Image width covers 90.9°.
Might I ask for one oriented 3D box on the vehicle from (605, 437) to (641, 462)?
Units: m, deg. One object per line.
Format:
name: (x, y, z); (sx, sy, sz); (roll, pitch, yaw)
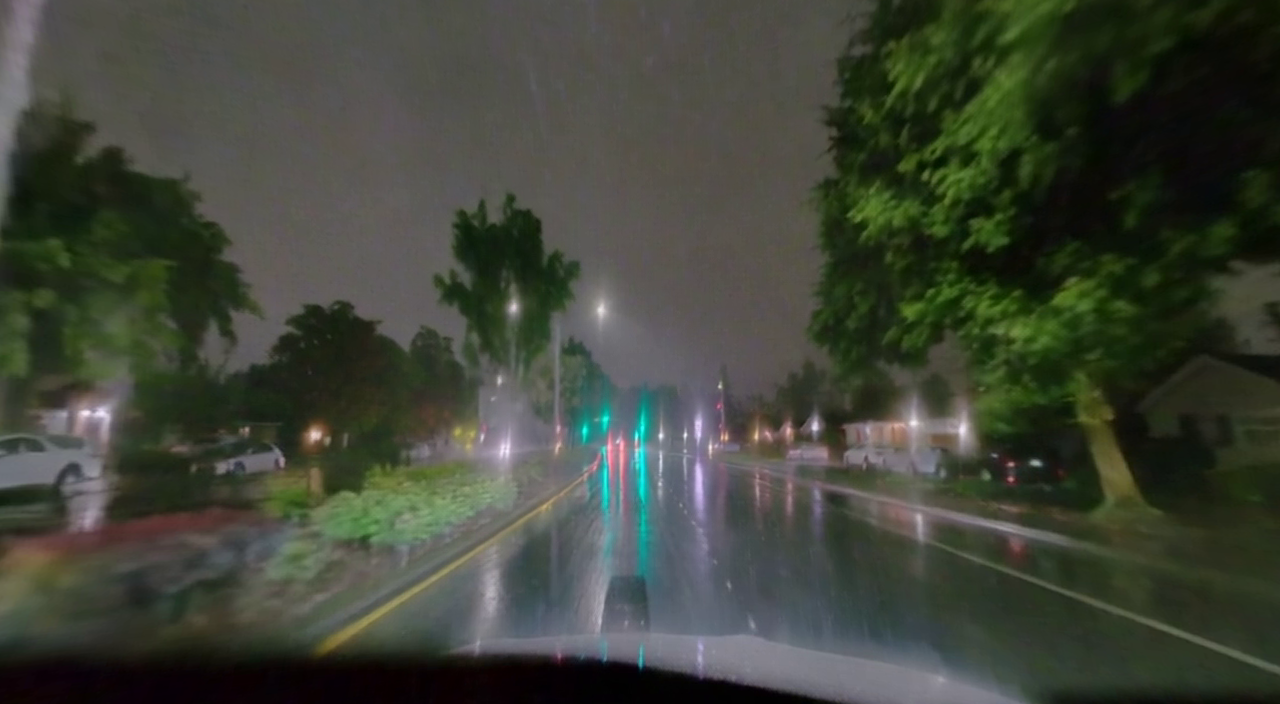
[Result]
vehicle: (-1.095, 6.067, 39.251); (2.113, 1.462, 4.203); (0, -8, -3)

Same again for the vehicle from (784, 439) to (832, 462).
vehicle: (11.190, 6.610, 42.298); (1.839, 1.445, 4.484); (0, -8, -2)

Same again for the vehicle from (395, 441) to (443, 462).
vehicle: (-15.919, 7.179, 45.626); (2.070, 1.469, 4.524); (1, -8, -3)

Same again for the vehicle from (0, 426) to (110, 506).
vehicle: (-15.074, 2.572, 14.285); (2.042, 1.748, 4.584); (0, -8, 0)

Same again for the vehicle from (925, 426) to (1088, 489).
vehicle: (11.526, 3.355, 20.413); (2.147, 1.767, 5.125); (0, -8, 0)

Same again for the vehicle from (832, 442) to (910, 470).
vehicle: (11.389, 5.152, 31.497); (2.015, 1.231, 4.748); (0, -8, -2)

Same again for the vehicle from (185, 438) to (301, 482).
vehicle: (-15.205, 4.144, 24.419); (1.884, 1.540, 3.927); (0, -8, 1)
